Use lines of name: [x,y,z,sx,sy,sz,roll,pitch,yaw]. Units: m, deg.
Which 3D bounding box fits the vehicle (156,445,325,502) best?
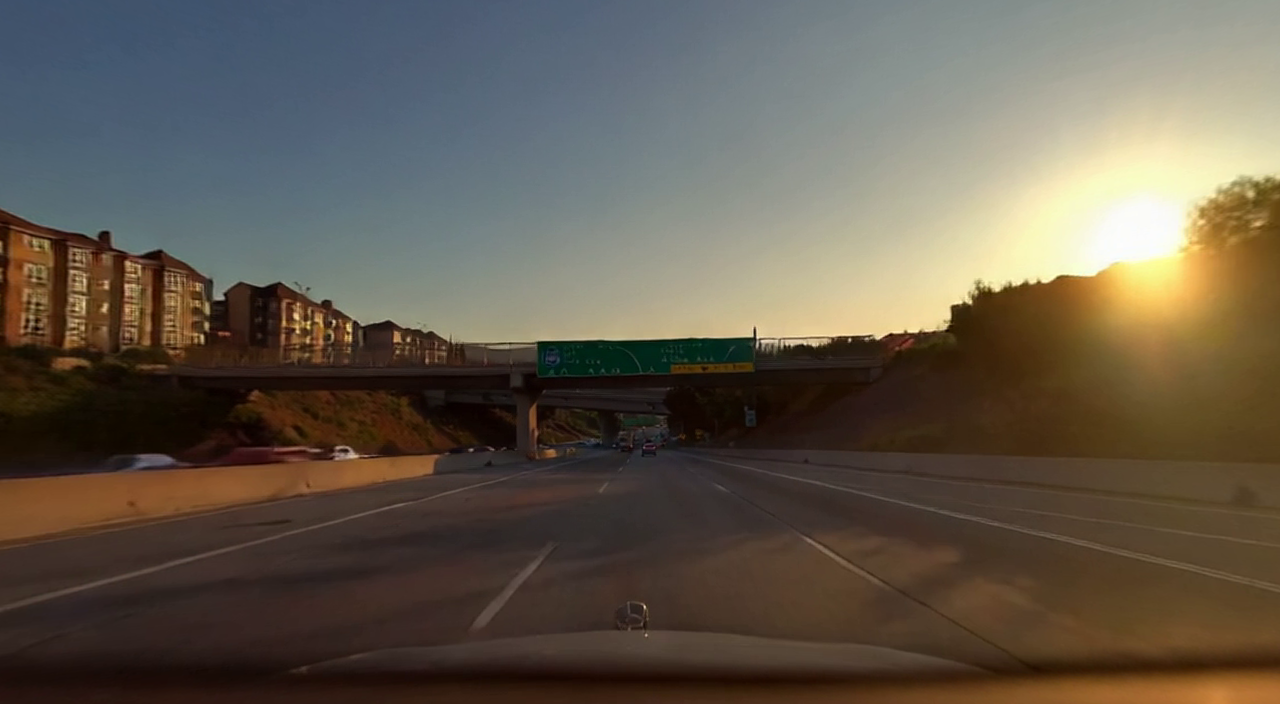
vehicle: [-11.496,3.486,18.653,1.894,1.463,4.609,0,-8,2]
